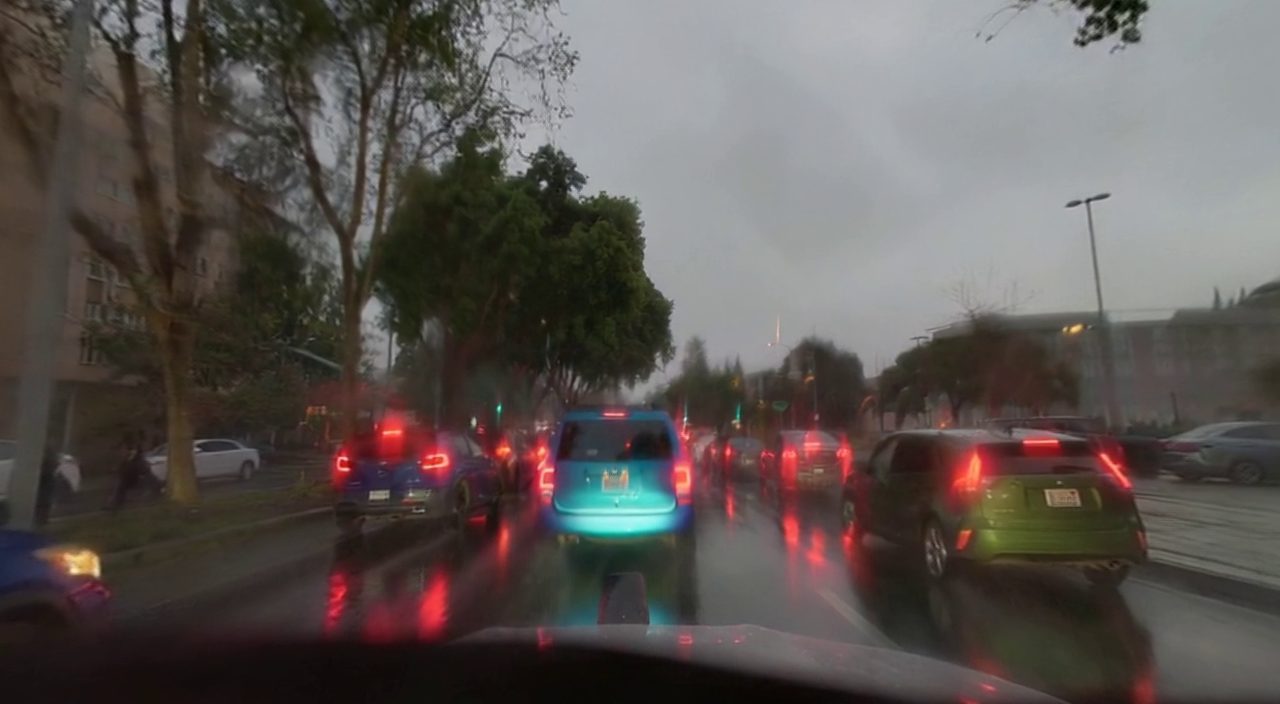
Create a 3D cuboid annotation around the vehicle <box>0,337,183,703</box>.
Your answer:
[{"bbox_3d":[-3.455,0.612,1.036,2.047,1.710,4.314,0,-8,1],"label":"vehicle"}]

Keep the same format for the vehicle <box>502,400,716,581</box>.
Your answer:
[{"bbox_3d":[-0.243,1.615,8.085,2.022,1.700,4.084,0,-8,1],"label":"vehicle"}]

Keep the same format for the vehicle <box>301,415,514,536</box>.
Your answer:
[{"bbox_3d":[-3.744,2.076,11.132,2.012,1.701,4.316,0,-8,1],"label":"vehicle"}]

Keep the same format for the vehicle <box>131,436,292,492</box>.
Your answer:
[{"bbox_3d":[-15.242,3.987,22.830,1.972,1.759,5.347,0,-8,1],"label":"vehicle"}]

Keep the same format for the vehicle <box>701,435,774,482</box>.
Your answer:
[{"bbox_3d":[3.330,3.731,22.232,1.948,1.475,4.093,0,-8,0],"label":"vehicle"}]

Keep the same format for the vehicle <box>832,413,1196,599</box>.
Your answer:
[{"bbox_3d":[3.770,1.592,7.312,1.847,1.554,3.885,0,-8,1],"label":"vehicle"}]
